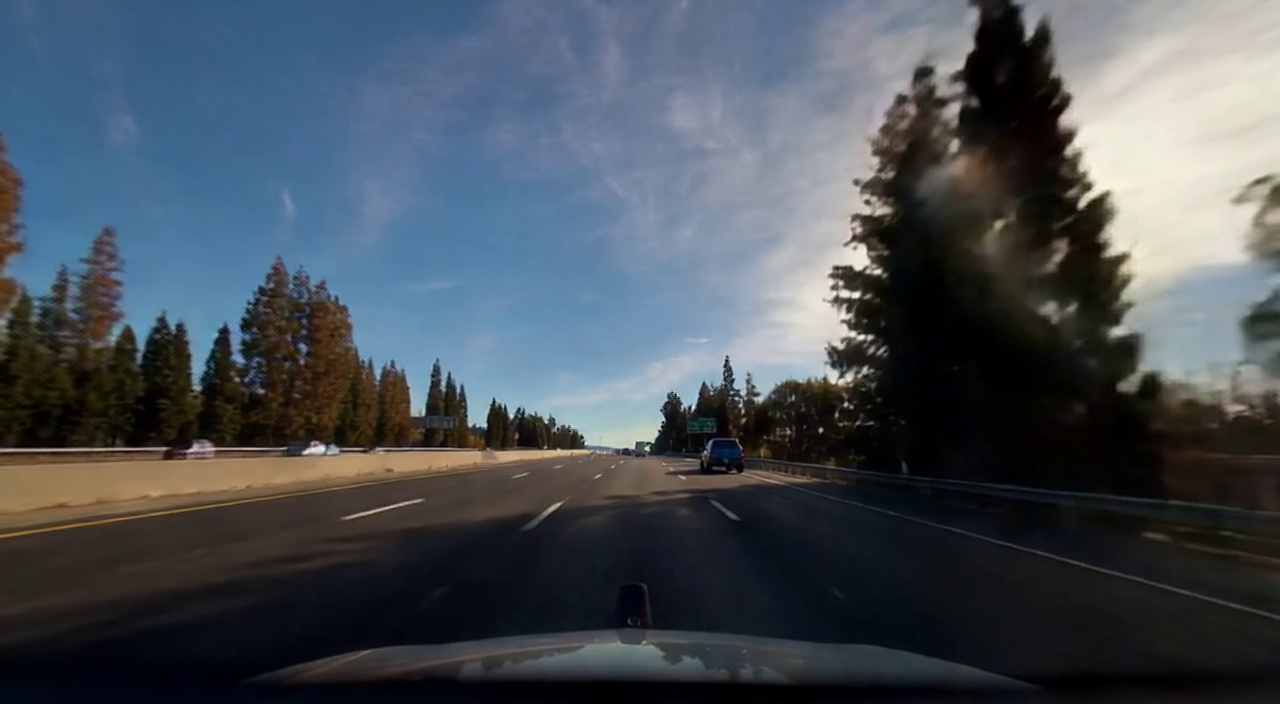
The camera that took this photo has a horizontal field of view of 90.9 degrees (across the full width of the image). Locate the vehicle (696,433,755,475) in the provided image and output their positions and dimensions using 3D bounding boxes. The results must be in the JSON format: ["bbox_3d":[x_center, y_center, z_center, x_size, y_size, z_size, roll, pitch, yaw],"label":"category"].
[{"bbox_3d":[4.223,5.128,31.954,2.172,1.930,4.879,0,-8,-1],"label":"vehicle"}]
